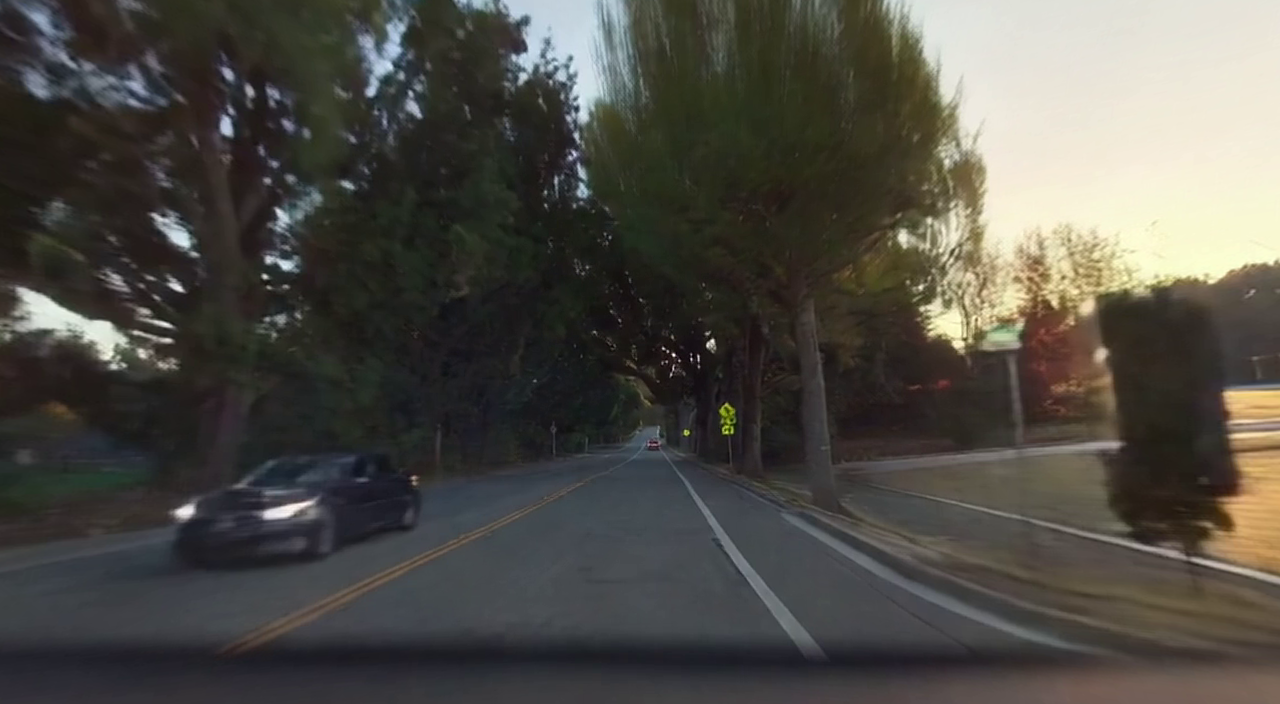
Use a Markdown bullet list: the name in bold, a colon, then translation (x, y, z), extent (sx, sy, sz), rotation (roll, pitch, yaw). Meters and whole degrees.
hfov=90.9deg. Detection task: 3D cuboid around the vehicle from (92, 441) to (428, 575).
- **vehicle**: translation (-4.657, 1.919, 8.597), extent (1.923, 1.366, 3.965), rotation (-1, -8, 4)
